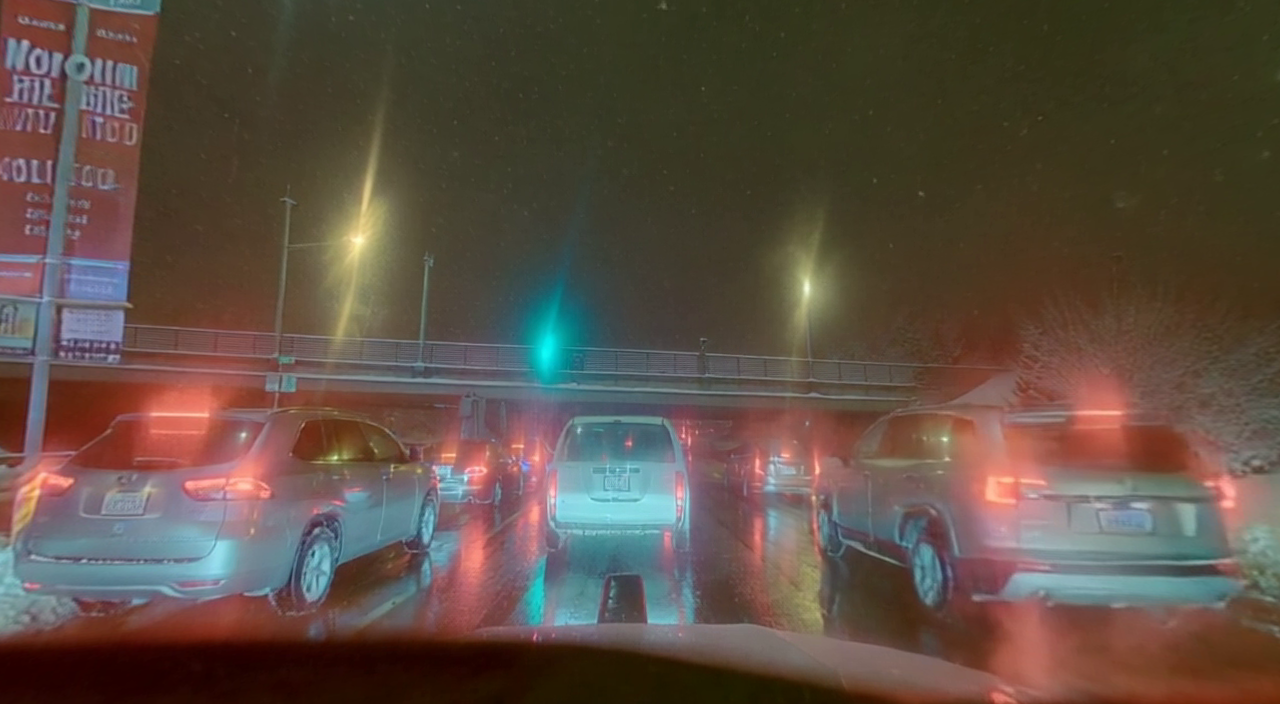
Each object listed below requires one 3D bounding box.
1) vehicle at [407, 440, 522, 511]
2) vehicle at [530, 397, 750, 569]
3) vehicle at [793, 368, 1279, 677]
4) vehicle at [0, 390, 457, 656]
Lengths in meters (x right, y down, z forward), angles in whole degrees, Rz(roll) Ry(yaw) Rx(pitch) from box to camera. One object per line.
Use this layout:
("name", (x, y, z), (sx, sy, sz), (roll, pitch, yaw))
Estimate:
("vehicle", (-4.153, 2.946, 15.429), (1.797, 1.505, 3.506), (0, -9, 0))
("vehicle", (-0.078, 1.770, 9.210), (2.409, 1.864, 4.471), (0, -9, -2))
("vehicle", (3.144, 1.336, 6.106), (2.016, 1.804, 4.681), (0, -9, -1))
("vehicle", (-3.495, 1.423, 6.264), (2.039, 1.709, 4.265), (0, -9, 0))
